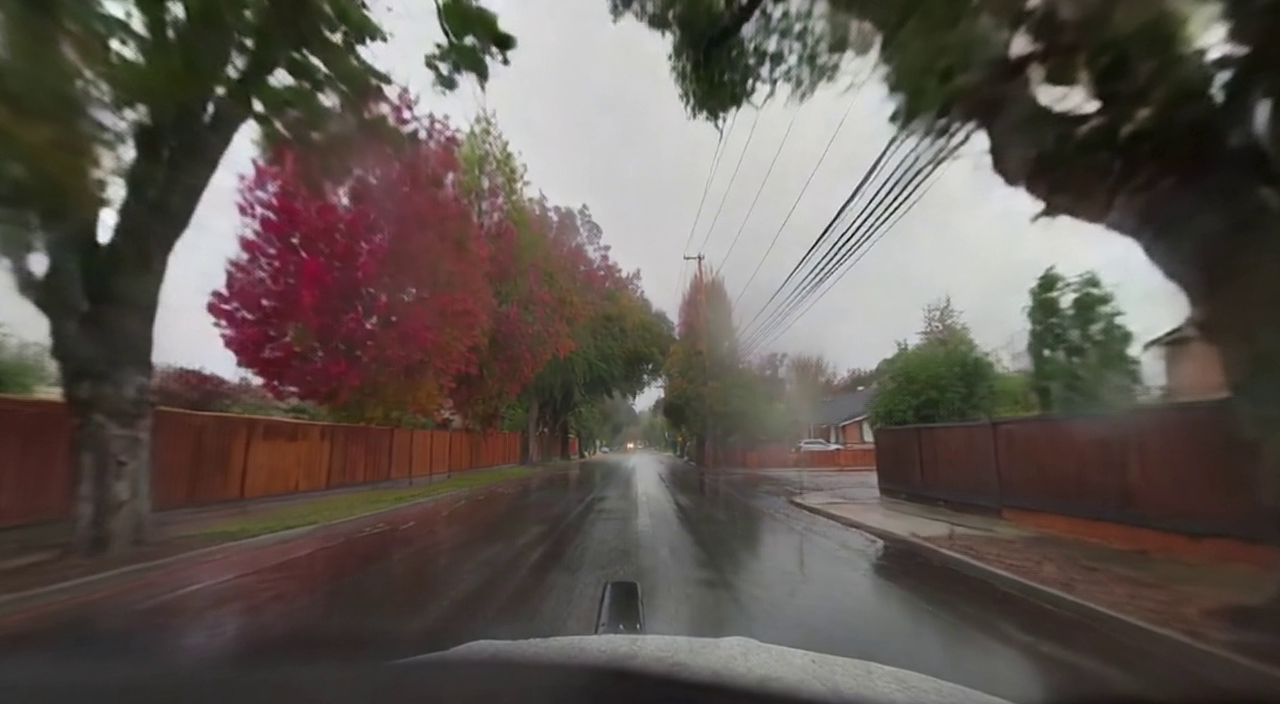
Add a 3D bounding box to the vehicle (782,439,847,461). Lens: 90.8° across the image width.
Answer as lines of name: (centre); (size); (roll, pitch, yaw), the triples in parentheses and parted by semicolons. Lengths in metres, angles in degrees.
vehicle: (12.619, 7.087, 45.912); (4.286, 1.525, 2.219); (-1, -9, 10)
